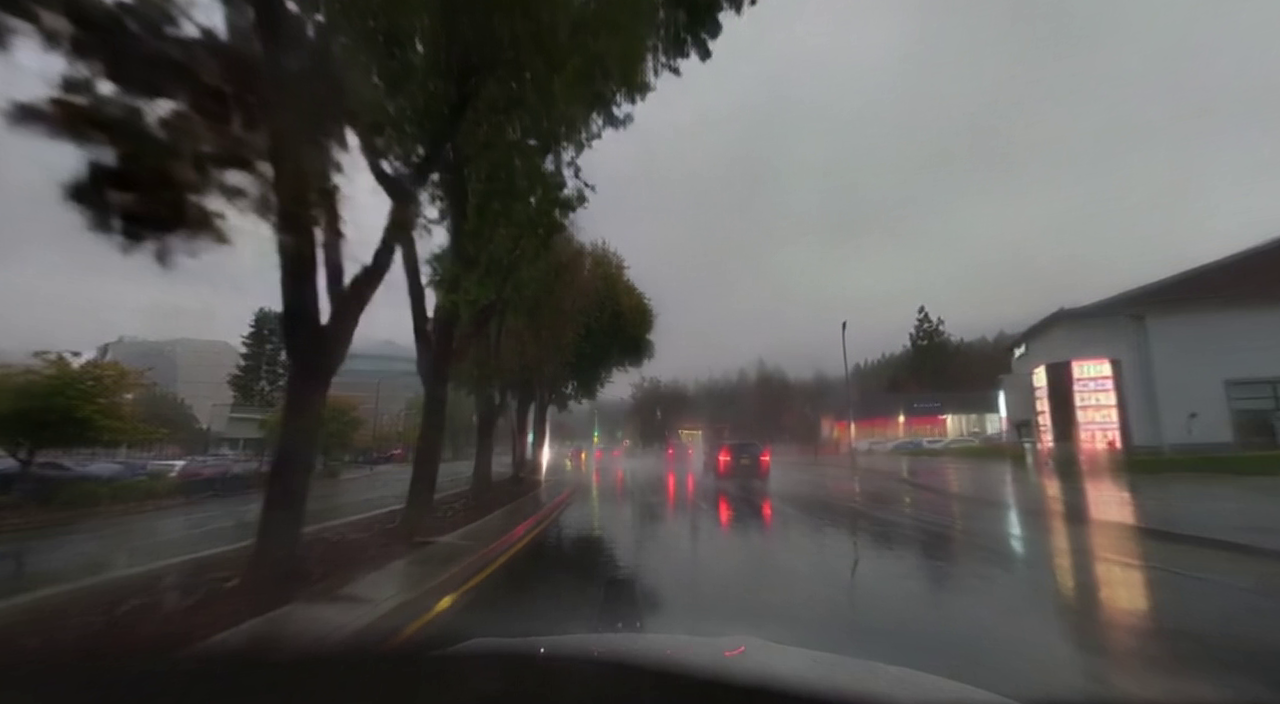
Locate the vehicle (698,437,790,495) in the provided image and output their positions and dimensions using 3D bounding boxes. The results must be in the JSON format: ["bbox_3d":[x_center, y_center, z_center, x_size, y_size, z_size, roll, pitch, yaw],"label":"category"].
[{"bbox_3d":[3.112,3.494,19.790,1.966,1.596,3.980,0,-9,-4],"label":"vehicle"}]

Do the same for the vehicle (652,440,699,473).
[{"bbox_3d":[1.995,5.993,36.574,2.046,1.768,4.370,1,-9,-5],"label":"vehicle"}]

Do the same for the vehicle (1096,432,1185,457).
[{"bbox_3d":[32.409,5.980,40.999,4.032,1.560,2.059,0,-9,-1],"label":"vehicle"}]

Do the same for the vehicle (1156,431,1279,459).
[{"bbox_3d":[32.285,5.216,35.415,4.860,1.461,2.041,0,-8,0],"label":"vehicle"}]

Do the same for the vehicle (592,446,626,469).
[{"bbox_3d":[-2.240,7.368,44.344,2.068,1.512,3.987,1,-9,-8],"label":"vehicle"}]
